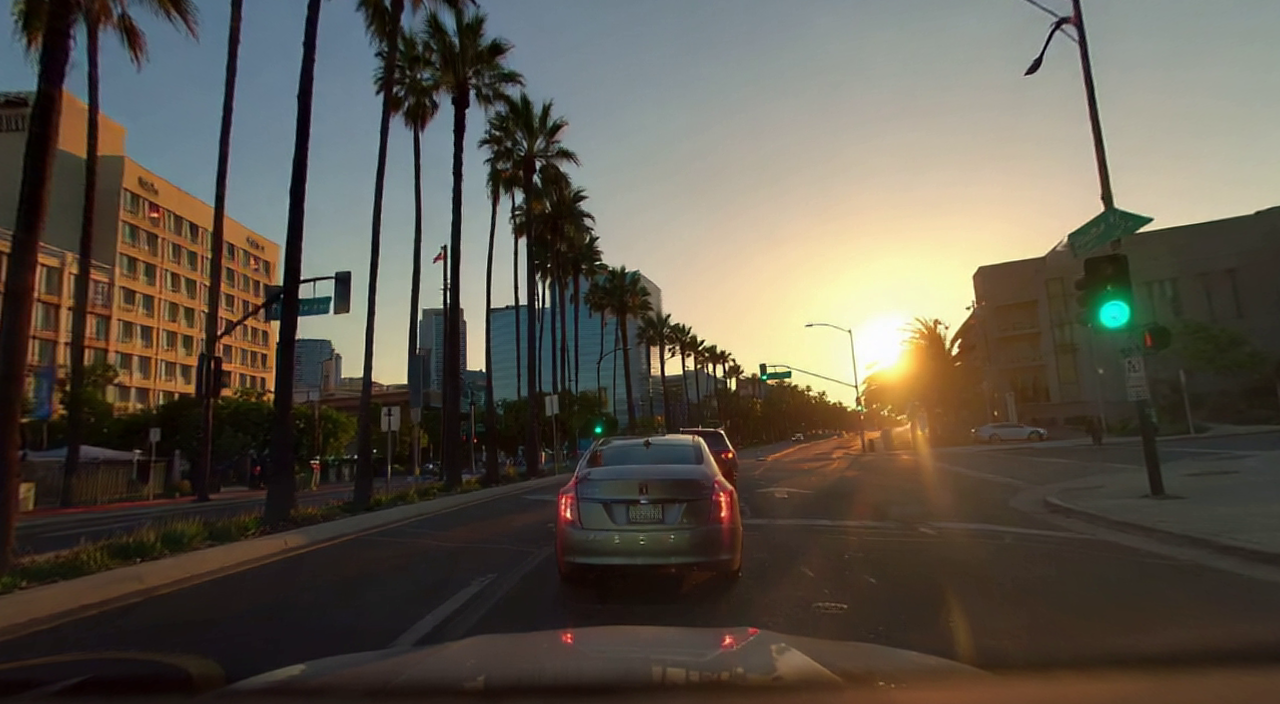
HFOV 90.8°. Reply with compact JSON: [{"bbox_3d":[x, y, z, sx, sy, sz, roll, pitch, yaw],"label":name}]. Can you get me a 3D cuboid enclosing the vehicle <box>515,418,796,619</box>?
[{"bbox_3d":[0.143,1.556,6.840,2.096,1.492,4.071,0,-9,1],"label":"vehicle"}]
